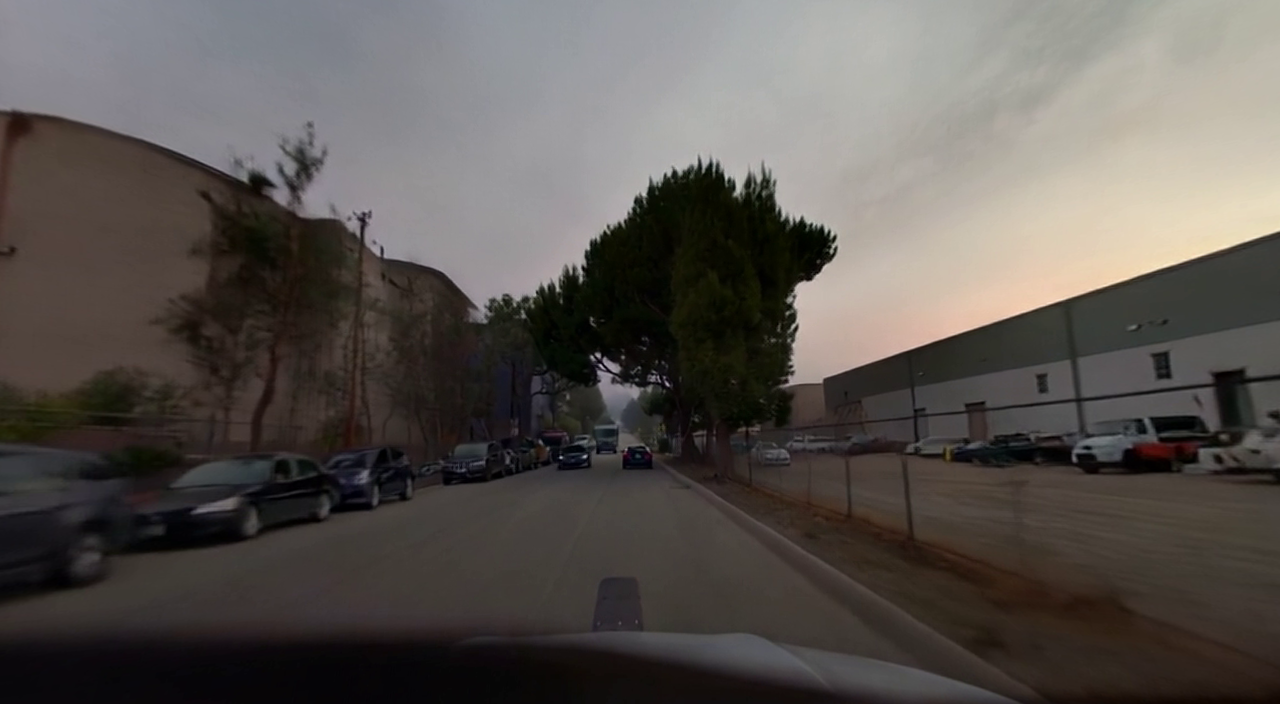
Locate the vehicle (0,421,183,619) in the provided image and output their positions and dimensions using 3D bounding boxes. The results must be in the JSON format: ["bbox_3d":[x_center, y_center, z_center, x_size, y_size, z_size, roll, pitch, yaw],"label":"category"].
[{"bbox_3d":[-6.326,1.393,5.199,1.926,1.647,4.185,0,-8,0],"label":"vehicle"}]

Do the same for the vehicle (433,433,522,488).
[{"bbox_3d":[-6.412,4.396,25.604,2.139,1.943,5.295,-1,-10,1],"label":"vehicle"}]

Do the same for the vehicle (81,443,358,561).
[{"bbox_3d":[-6.311,2.224,10.146,1.768,1.489,3.945,0,-8,-1],"label":"vehicle"}]

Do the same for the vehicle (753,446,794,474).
[{"bbox_3d":[8.332,6.769,39.661,1.874,1.669,4.083,0,-9,3],"label":"vehicle"}]

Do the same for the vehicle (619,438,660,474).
[{"bbox_3d":[-0.004,5.837,35.600,2.152,1.874,4.042,0,-8,1],"label":"vehicle"}]

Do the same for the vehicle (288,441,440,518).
[{"bbox_3d":[-6.373,2.941,15.151,1.799,1.579,4.048,0,-8,0],"label":"vehicle"}]

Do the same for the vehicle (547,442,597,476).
[{"bbox_3d":[-3.610,5.768,34.223,2.157,1.703,4.310,0,-8,1],"label":"vehicle"}]
